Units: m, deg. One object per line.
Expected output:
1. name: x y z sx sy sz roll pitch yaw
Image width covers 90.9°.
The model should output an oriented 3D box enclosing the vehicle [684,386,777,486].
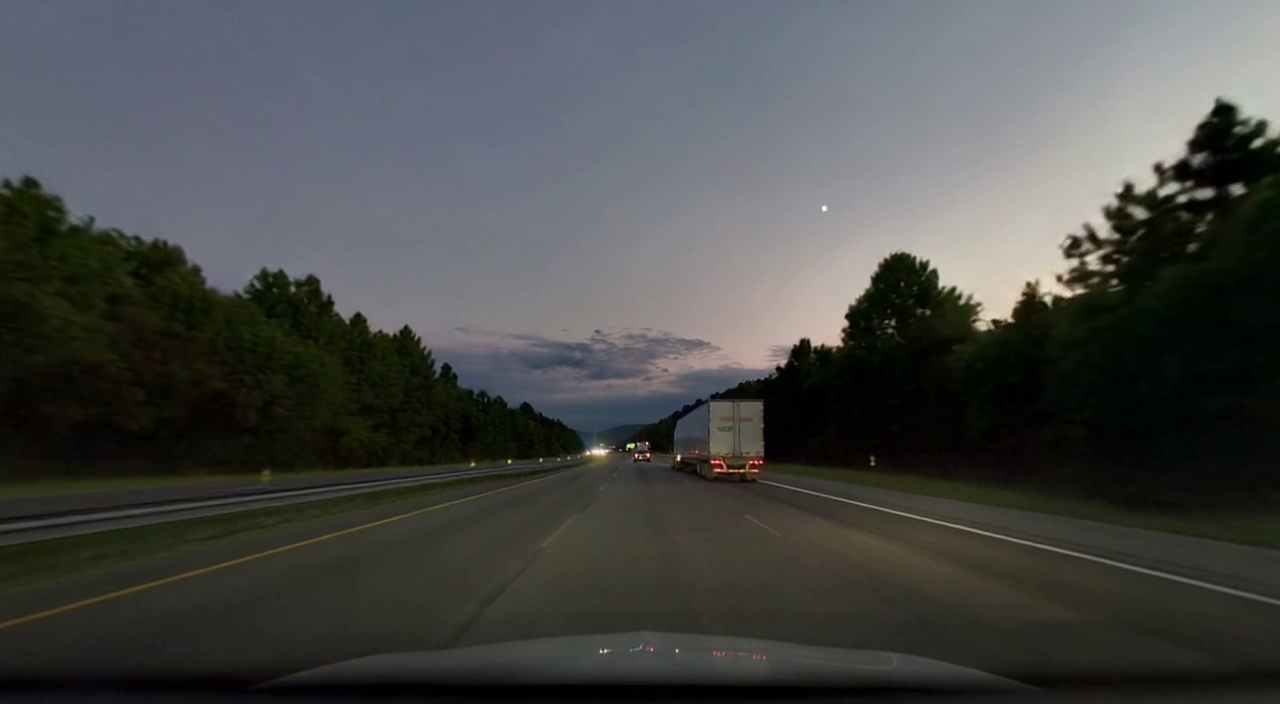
1. vehicle: 4.097 4.257 31.141 3.117 3.971 10.593 1 -9 1
